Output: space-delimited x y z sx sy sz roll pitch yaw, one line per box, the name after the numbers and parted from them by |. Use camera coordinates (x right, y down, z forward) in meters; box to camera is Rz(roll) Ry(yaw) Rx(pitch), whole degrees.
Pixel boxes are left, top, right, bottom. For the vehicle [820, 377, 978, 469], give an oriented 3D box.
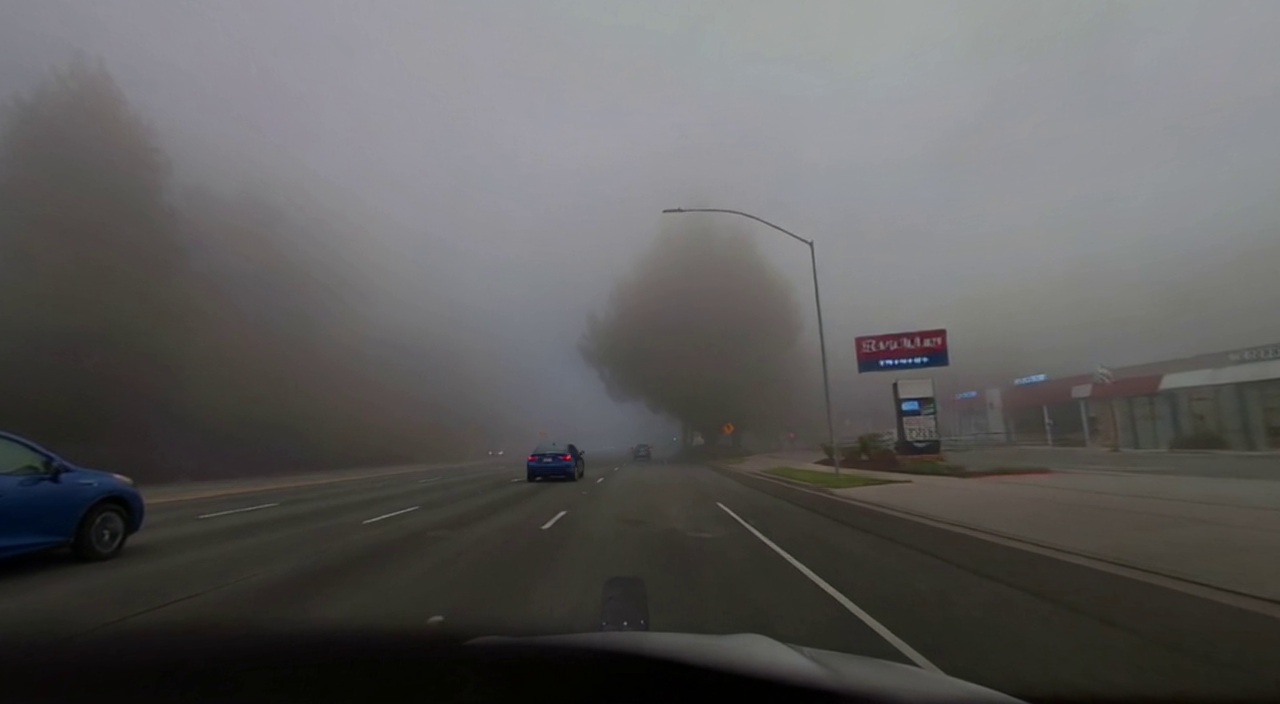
12.100 3.692 31.127 2.995 3.704 10.928 0 -9 -1 | vehicle

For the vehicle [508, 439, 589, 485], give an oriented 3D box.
-3.193 3.955 22.981 2.152 1.479 4.394 0 -9 1 | vehicle

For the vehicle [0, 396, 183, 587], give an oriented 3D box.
-6.865 1.266 5.700 2.043 1.726 4.472 0 -9 0 | vehicle
